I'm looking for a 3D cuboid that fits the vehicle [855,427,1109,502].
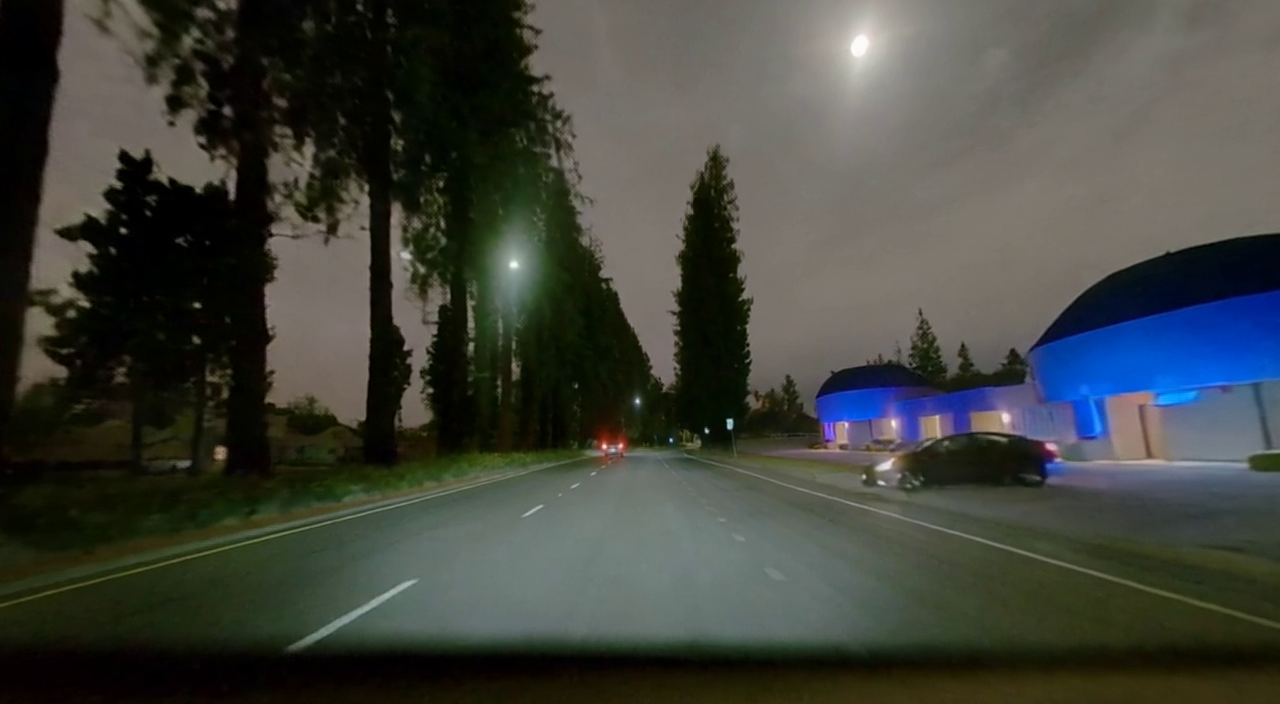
[{"bbox_3d":[7.420,2.504,14.215,4.575,1.514,1.932,-2,-9,10],"label":"vehicle"}]
